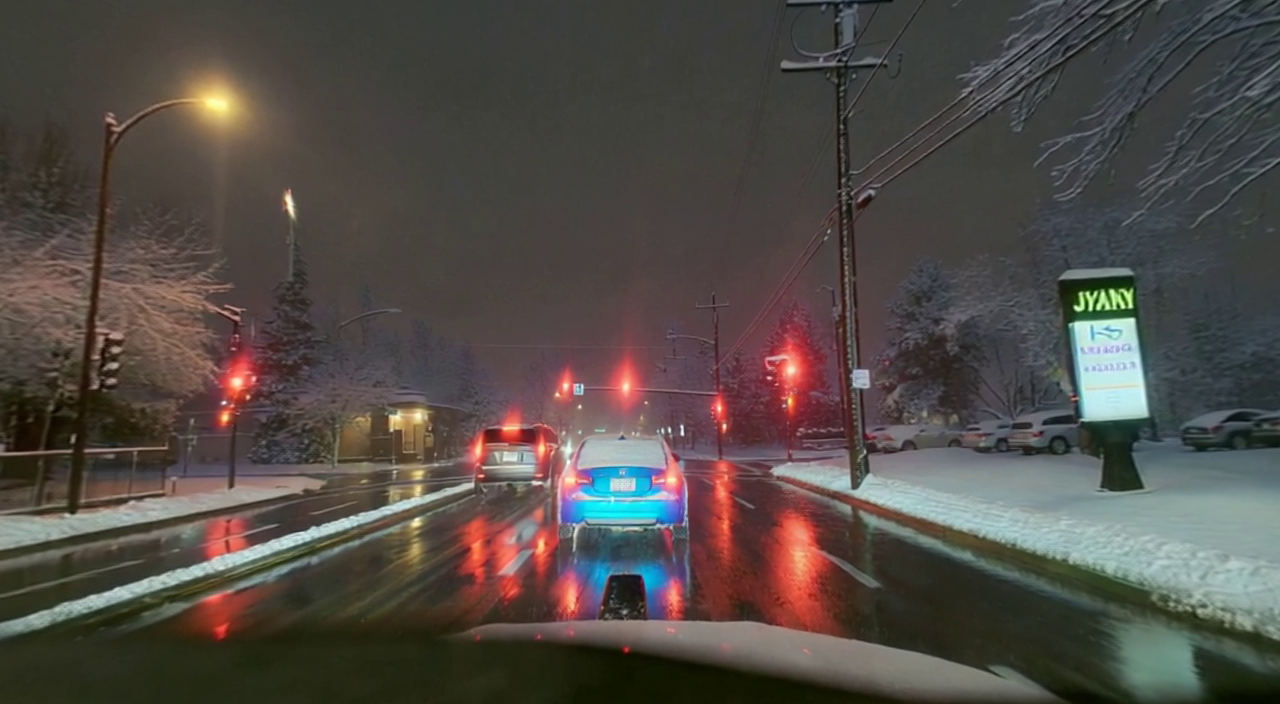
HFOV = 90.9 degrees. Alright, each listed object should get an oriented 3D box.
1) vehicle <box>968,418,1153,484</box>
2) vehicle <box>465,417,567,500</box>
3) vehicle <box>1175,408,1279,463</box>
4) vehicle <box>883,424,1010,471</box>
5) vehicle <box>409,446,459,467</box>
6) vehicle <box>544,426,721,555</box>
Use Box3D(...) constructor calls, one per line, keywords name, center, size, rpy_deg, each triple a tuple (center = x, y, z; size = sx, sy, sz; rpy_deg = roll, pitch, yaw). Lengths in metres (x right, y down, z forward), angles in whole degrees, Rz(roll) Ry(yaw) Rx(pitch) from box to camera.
Box3D(name="vehicle", center=(10.544, 2.536, 16.293), size=(1.888, 1.455, 4.268), rpy_deg=(0, -8, 1))
Box3D(name="vehicle", center=(-3.079, 2.738, 16.612), size=(2.106, 1.852, 4.512), rpy_deg=(0, -8, -5))
Box3D(name="vehicle", center=(18.709, 2.580, 19.294), size=(4.446, 1.511, 1.977), rpy_deg=(4, -10, -29))
Box3D(name="vehicle", center=(10.631, 3.372, 22.320), size=(1.842, 1.471, 4.481), rpy_deg=(1, -8, -6))
Box3D(name="vehicle", center=(-15.568, 7.837, 47.494), size=(2.111, 1.511, 4.641), rpy_deg=(6, -10, -37))
Box3D(name="vehicle", center=(-0.149, 1.927, 9.532), size=(2.070, 1.481, 4.216), rpy_deg=(0, -8, -2))
